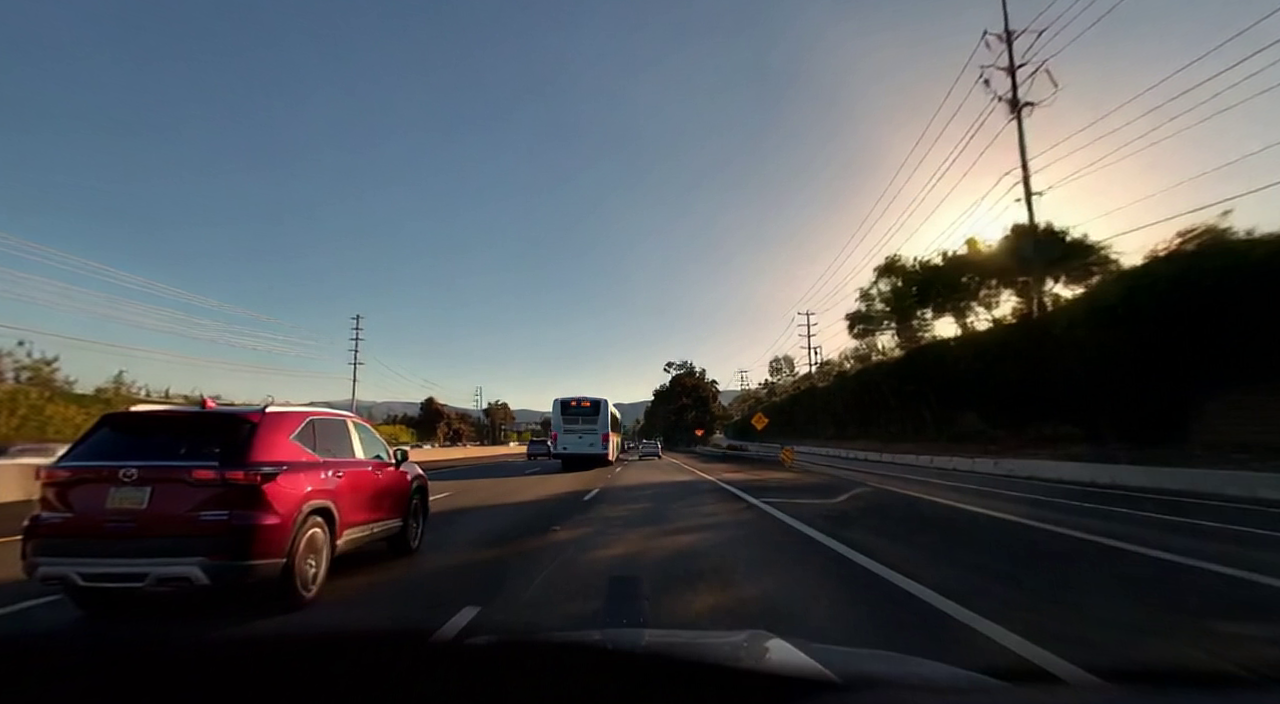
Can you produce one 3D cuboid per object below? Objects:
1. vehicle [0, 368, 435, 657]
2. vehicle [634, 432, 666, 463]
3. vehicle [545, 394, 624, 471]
[{"bbox_3d":[-3.707,1.274,5.980,2.021,1.730,4.223,0,-8,1],"label":"vehicle"},{"bbox_3d":[0.675,6.577,43.443,2.083,2.001,4.782,0,-8,1],"label":"vehicle"},{"bbox_3d":[-2.863,4.823,36.909,3.382,3.712,11.766,1,-9,1],"label":"vehicle"}]
